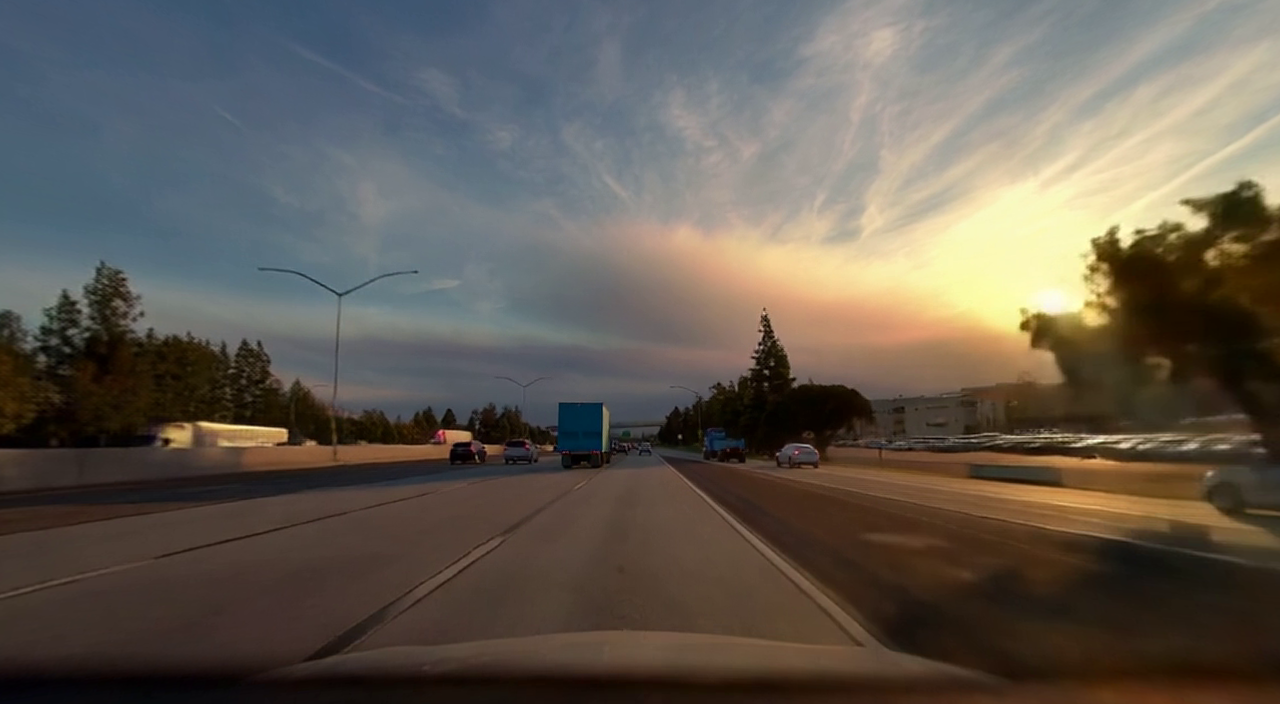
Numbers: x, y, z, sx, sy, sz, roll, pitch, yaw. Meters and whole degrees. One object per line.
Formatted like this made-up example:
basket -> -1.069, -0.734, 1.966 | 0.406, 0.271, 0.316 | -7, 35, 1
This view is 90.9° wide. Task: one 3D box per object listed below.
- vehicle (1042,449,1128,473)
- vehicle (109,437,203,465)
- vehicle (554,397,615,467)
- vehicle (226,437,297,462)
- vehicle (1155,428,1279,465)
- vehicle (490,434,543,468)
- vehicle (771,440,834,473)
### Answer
vehicle -> 29.107, 7.124, 41.305 | 4.154, 1.498, 1.891 | 0, -8, -2
vehicle -> -29.205, 6.002, 38.266 | 1.966, 1.558, 4.687 | 0, -8, 1
vehicle -> -3.431, 5.547, 42.894 | 2.905, 4.037, 12.921 | 0, -8, 0
vehicle -> -25.360, 6.564, 42.493 | 1.948, 1.543, 4.507 | 0, -8, 1
vehicle -> 28.313, 4.629, 30.822 | 4.586, 1.710, 1.944 | 0, -8, -2
vehicle -> -6.992, 5.641, 36.139 | 2.058, 1.840, 4.443 | -1, -8, 1
vehicle -> 9.025, 5.831, 35.366 | 2.083, 1.706, 4.129 | 0, -8, -5
